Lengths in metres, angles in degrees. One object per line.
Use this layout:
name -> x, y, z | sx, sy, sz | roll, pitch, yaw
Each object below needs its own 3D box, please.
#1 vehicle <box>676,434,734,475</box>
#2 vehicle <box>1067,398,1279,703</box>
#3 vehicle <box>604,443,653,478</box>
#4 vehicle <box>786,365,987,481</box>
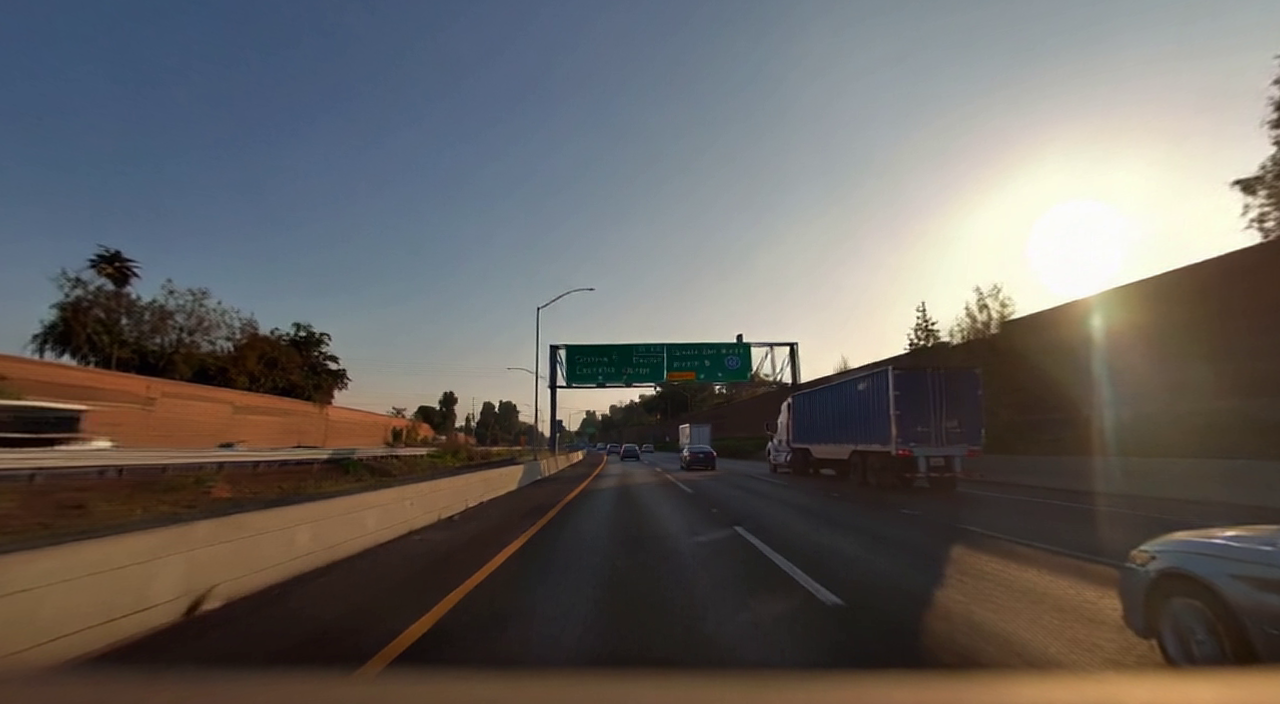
vehicle -> 3.052, 4.972, 30.859 | 2.114, 1.849, 4.692 | 0, -9, -3
vehicle -> 3.521, 0.784, 1.600 | 1.922, 1.465, 4.165 | 0, -9, 0
vehicle -> -0.561, 4.928, 29.015 | 2.083, 1.477, 3.965 | 0, -9, -2
vehicle -> 10.633, 3.686, 30.451 | 2.914, 4.134, 15.553 | 0, -9, -2
